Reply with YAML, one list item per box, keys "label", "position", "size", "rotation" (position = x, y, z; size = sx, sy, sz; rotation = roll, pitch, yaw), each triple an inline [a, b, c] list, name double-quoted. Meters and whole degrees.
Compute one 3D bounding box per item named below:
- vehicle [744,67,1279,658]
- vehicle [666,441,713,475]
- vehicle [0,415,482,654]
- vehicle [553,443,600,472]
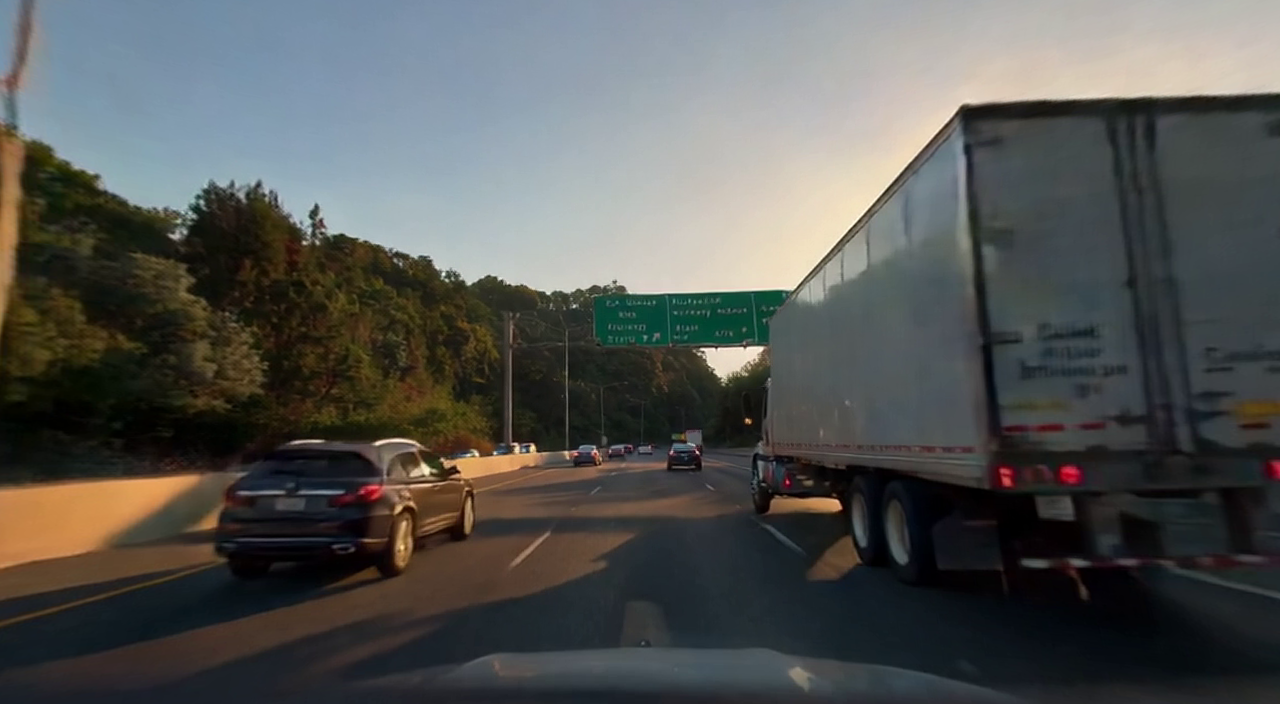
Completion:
- label: "vehicle"
  position: [3.998, 0.751, 9.695]
  size: [2.985, 3.895, 11.239]
  rotation: [-1, -8, 1]
- label: "vehicle"
  position: [2.335, 5.026, 30.099]
  size: [2.040, 1.461, 4.822]
  rotation: [-1, -8, 3]
- label: "vehicle"
  position: [-3.406, 1.608, 6.849]
  size: [1.974, 1.589, 5.047]
  rotation: [-1, -8, 1]
- label: "vehicle"
  position: [-3.459, 5.838, 35.129]
  size: [2.099, 1.494, 4.504]
  rotation: [-1, -8, 1]
